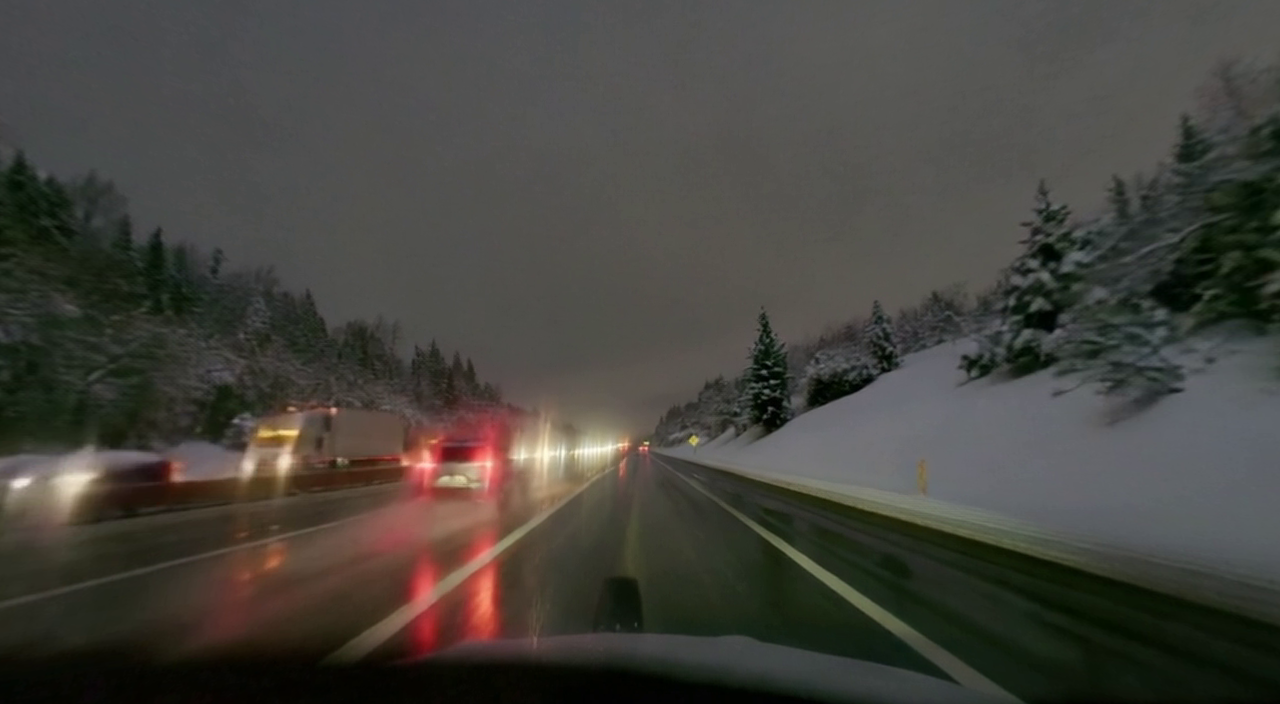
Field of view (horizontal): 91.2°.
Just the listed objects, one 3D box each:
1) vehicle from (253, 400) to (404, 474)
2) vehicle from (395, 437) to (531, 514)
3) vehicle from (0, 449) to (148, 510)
[{"bbox_3d":[-19.687,5.705,41.336,2.892,4.074,13.567,0,-9,0],"label":"vehicle"},{"bbox_3d":[-3.870,2.761,14.473,1.933,1.497,3.973,0,-9,1],"label":"vehicle"},{"bbox_3d":[-16.560,3.502,17.730,1.907,1.503,4.063,0,-9,1],"label":"vehicle"}]
